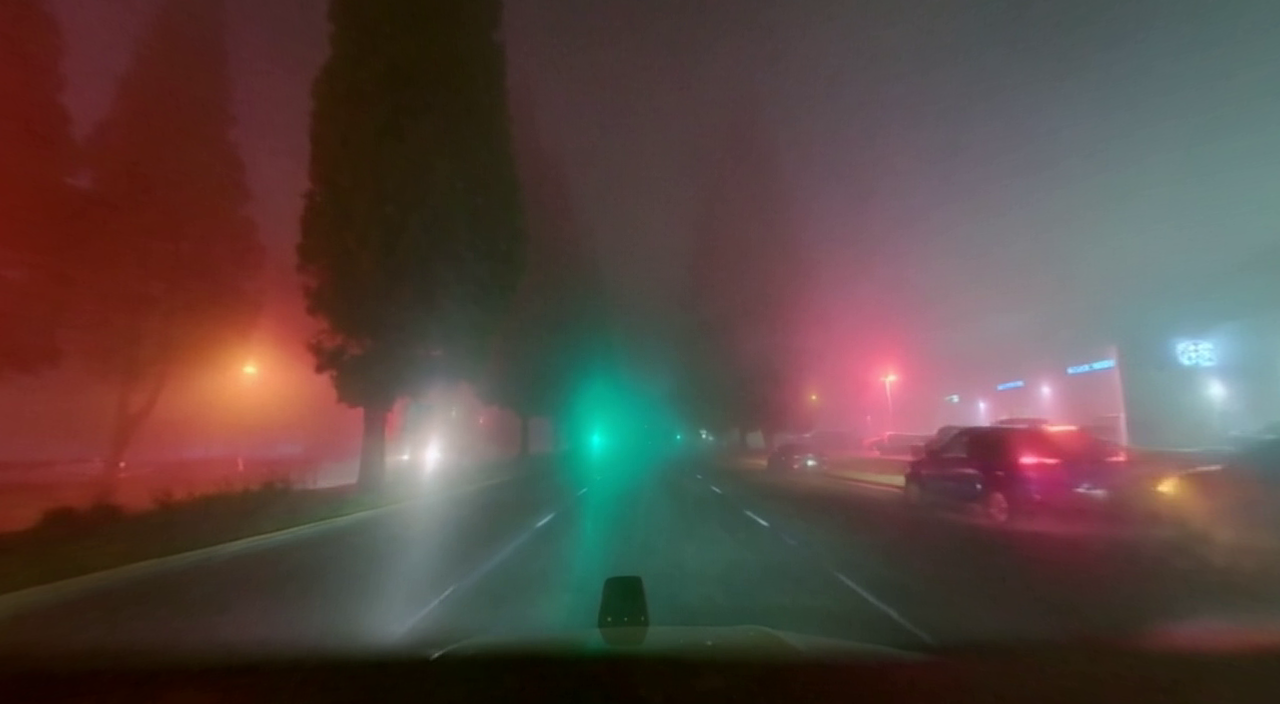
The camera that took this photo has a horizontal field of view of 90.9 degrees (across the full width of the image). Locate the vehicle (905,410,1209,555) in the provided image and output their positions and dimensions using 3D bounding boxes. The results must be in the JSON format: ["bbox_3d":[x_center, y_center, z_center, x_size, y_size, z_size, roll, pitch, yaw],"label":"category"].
[{"bbox_3d":[7.101,2.244,11.675,2.157,2.057,4.994,0,-8,0],"label":"vehicle"}]

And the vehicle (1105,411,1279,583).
[{"bbox_3d":[7.031,1.376,6.024,1.919,1.616,4.315,0,-8,2],"label":"vehicle"}]

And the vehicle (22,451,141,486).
[{"bbox_3d":[-32.247,6.705,36.486,4.740,1.853,2.161,0,-8,-1],"label":"vehicle"}]

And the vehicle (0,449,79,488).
[{"bbox_3d":[-31.935,5.895,31.957,4.797,1.850,2.224,0,-8,0],"label":"vehicle"}]

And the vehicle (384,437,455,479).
[{"bbox_3d":[-12.076,5.792,34.896,2.157,2.139,4.800,0,-8,0],"label":"vehicle"}]

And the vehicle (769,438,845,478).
[{"bbox_3d":[7.281,4.654,28.075,2.122,1.602,4.928,-1,-8,1],"label":"vehicle"}]
